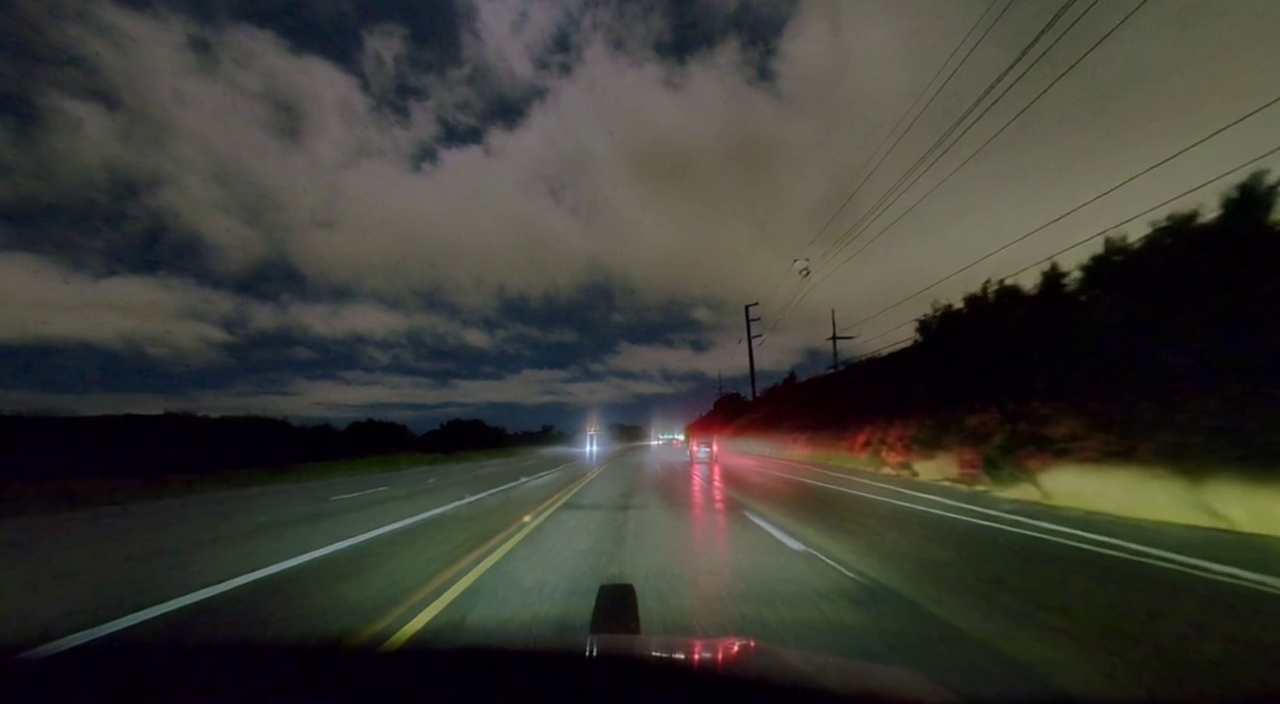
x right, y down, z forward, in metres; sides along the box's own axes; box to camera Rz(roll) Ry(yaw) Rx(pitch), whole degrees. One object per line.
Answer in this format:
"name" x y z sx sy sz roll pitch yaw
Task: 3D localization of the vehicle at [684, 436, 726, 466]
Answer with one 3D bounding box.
"vehicle" 3.653 5.649 36.159 1.977 1.581 4.428 -1 -8 0
